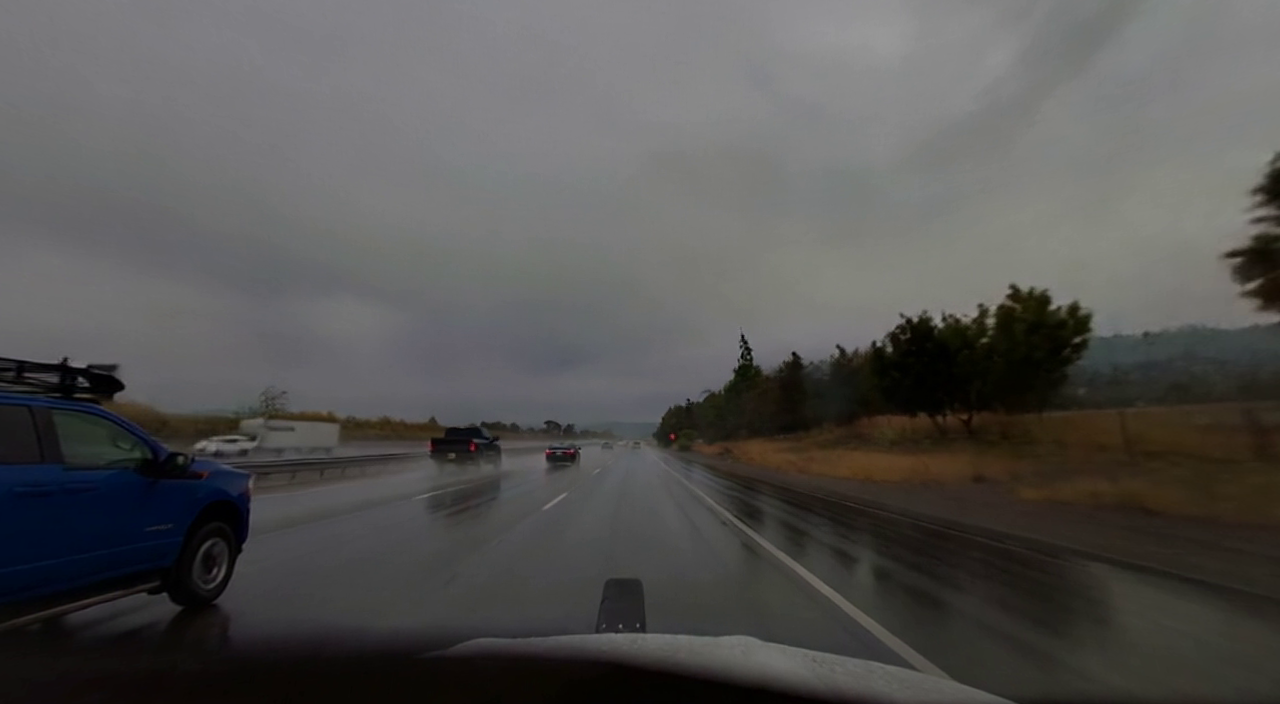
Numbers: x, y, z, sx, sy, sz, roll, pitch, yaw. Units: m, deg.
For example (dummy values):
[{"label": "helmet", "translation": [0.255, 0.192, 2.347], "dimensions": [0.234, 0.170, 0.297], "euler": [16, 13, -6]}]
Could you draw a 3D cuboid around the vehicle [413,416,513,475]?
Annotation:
[{"label": "vehicle", "translation": [-7.556, 4.115, 27.690], "dimensions": [2.594, 2.254, 6.028], "euler": [0, -9, 0]}]

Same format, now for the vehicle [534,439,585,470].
[{"label": "vehicle", "translation": [-4.152, 5.367, 33.028], "dimensions": [2.012, 1.509, 4.359], "euler": [0, -9, 1]}]

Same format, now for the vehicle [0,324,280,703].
[{"label": "vehicle", "translation": [-4.051, 0.726, 2.506], "dimensions": [2.200, 1.807, 5.041], "euler": [0, -9, 1]}]
